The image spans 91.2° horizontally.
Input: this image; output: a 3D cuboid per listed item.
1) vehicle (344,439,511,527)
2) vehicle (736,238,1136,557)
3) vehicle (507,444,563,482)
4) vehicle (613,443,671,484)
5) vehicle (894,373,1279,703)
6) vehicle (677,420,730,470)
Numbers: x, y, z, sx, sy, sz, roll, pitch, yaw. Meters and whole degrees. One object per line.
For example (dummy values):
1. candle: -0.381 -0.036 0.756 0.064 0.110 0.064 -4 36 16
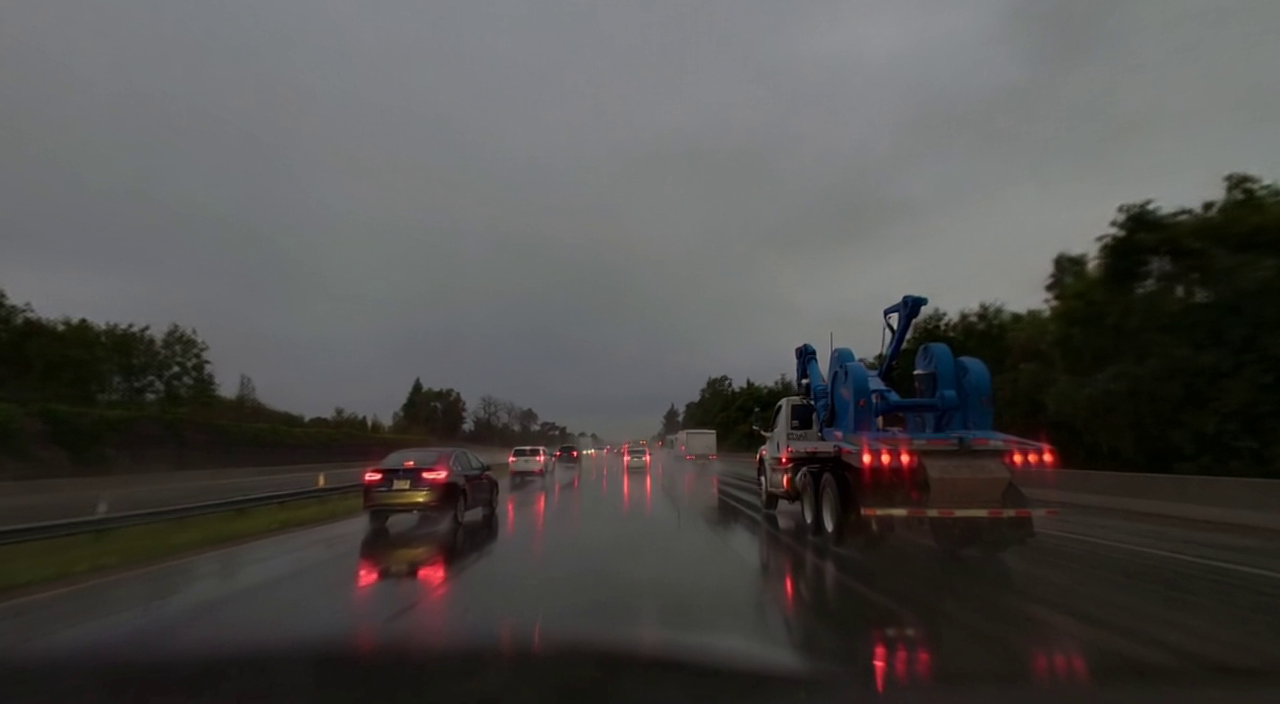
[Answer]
1. vehicle: -4.223 2.674 13.403 1.880 1.507 4.757 0 -9 0
2. vehicle: 3.923 1.093 11.311 2.975 3.618 8.456 0 -9 0
3. vehicle: -4.601 4.919 28.022 1.858 1.527 3.974 0 -9 0
4. vehicle: -0.004 4.455 25.352 2.150 1.498 3.988 0 -9 -2
5. vehicle: 4.071 1.081 3.834 2.599 1.631 5.693 0 -9 -1
6. vehicle: 3.886 5.940 39.921 2.416 2.829 7.016 0 -9 -2
